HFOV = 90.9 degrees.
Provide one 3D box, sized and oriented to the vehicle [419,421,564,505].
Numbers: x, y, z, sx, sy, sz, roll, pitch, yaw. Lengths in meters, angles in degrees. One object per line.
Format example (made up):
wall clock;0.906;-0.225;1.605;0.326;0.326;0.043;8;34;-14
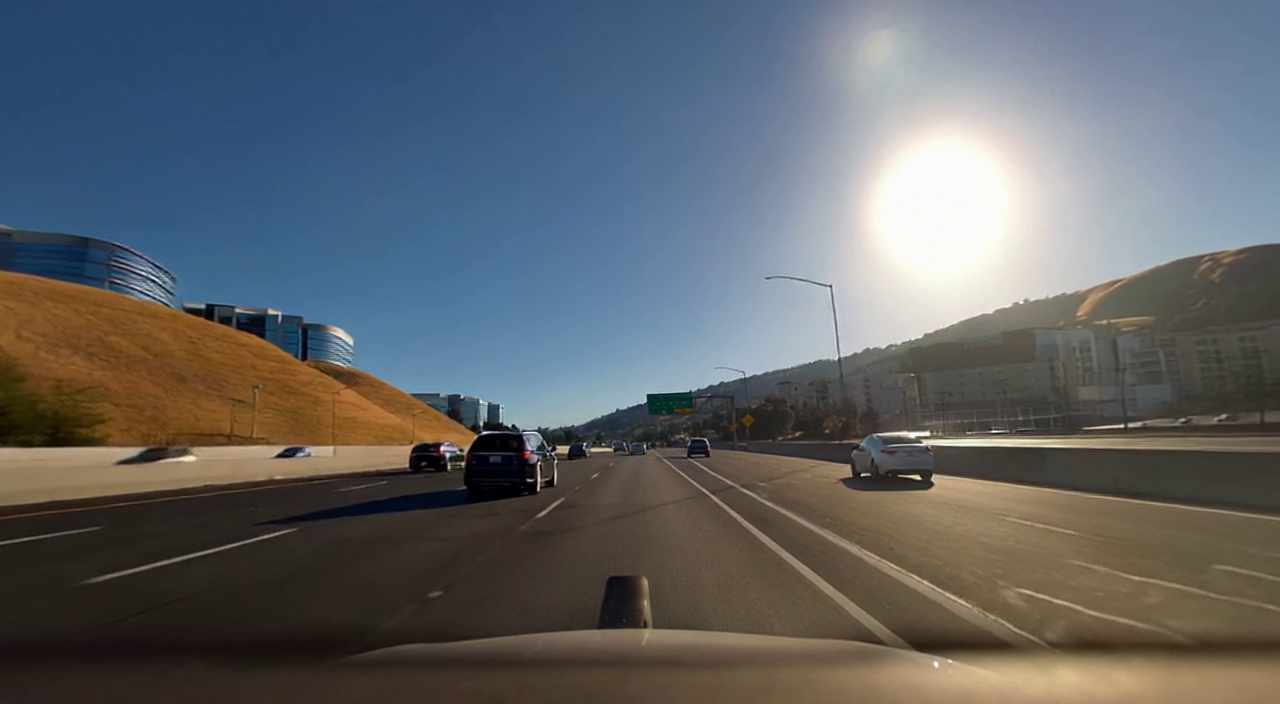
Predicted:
vehicle;-3.385;2.676;15.666;2.210;1.730;5.133;-1;-8;2

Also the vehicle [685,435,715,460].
vehicle;4.668;7.487;49.346;2.172;1.824;5.031;-1;-8;4

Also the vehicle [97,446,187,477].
vehicle;-27.073;5.941;34.464;1.705;1.520;3.769;-1;-8;2

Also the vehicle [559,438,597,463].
vehicle;-4.500;7.214;46.325;2.076;1.730;4.537;-1;-8;3

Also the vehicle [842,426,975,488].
vehicle;7.988;3.171;19.333;2.122;1.646;4.491;0;-8;0
